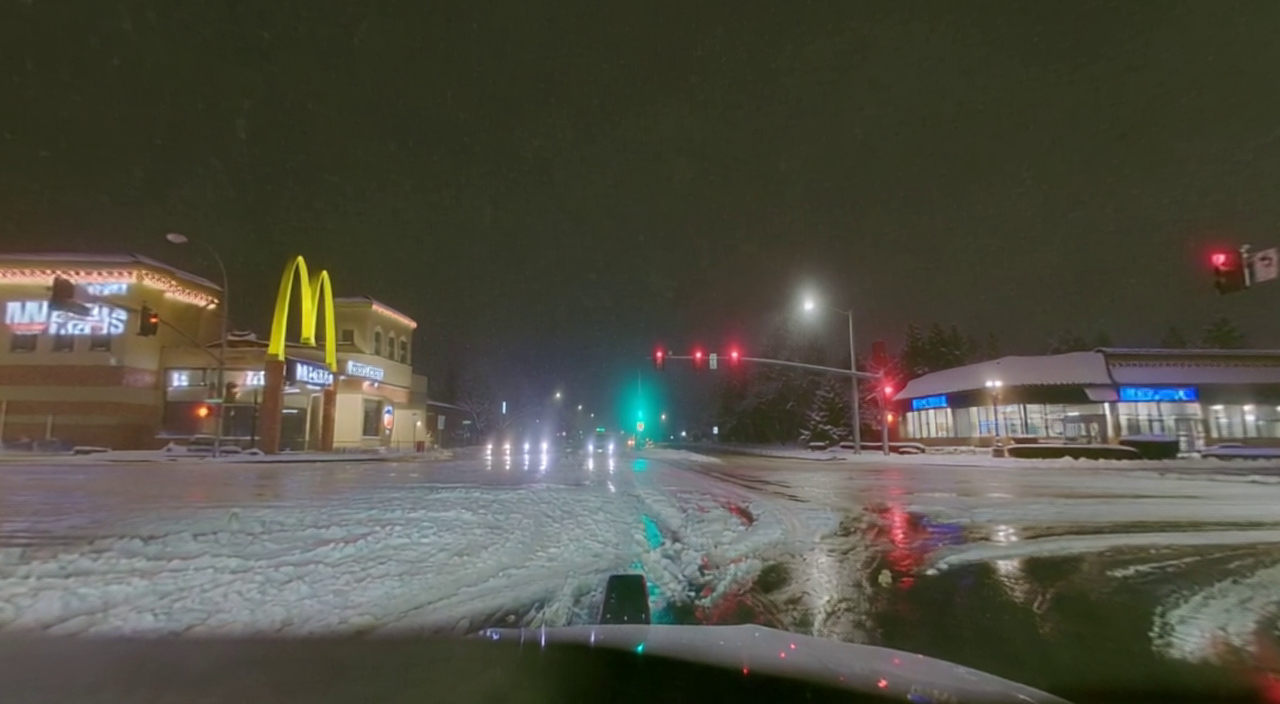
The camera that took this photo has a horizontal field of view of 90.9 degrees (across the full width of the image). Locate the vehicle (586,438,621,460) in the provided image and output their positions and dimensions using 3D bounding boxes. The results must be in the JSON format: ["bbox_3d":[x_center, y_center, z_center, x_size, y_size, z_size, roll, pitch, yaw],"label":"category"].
[{"bbox_3d":[-2.512,6.783,44.113,2.104,1.468,4.195,0,-8,1],"label":"vehicle"}]
